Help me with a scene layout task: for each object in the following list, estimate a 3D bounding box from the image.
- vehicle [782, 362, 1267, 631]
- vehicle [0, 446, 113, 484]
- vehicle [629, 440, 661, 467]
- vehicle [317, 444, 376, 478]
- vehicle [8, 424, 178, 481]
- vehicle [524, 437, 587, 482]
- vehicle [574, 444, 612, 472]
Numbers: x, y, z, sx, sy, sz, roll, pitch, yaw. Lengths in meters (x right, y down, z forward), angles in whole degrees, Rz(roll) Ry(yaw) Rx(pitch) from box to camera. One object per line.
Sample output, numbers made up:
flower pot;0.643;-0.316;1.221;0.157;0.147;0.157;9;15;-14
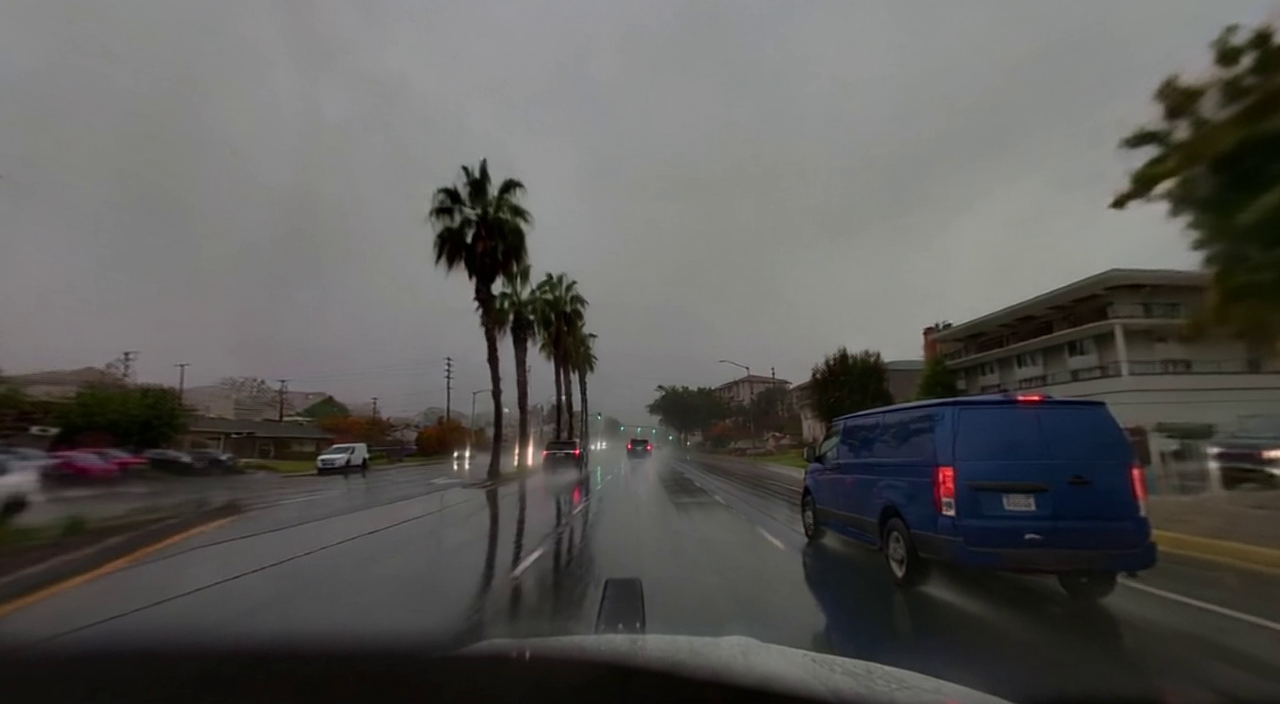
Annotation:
vehicle;3.315;1.381;7.032;2.234;1.912;4.847;0;-8;-1
vehicle;-30.261;5.747;32.225;4.832;1.778;2.082;-1;-8;0
vehicle;0.314;7.231;45.129;2.191;1.761;3.857;0;-8;-1
vehicle;-21.443;7.941;46.370;1.931;2.187;5.001;-1;-8;-1
vehicle;-29.886;5.486;34.743;6.775;2.936;2.546;0;-9;-2
vehicle;-3.389;4.388;26.059;1.967;1.703;4.157;0;-8;1
vehicle;-2.686;6.119;36.707;1.869;1.454;4.142;0;-8;0
